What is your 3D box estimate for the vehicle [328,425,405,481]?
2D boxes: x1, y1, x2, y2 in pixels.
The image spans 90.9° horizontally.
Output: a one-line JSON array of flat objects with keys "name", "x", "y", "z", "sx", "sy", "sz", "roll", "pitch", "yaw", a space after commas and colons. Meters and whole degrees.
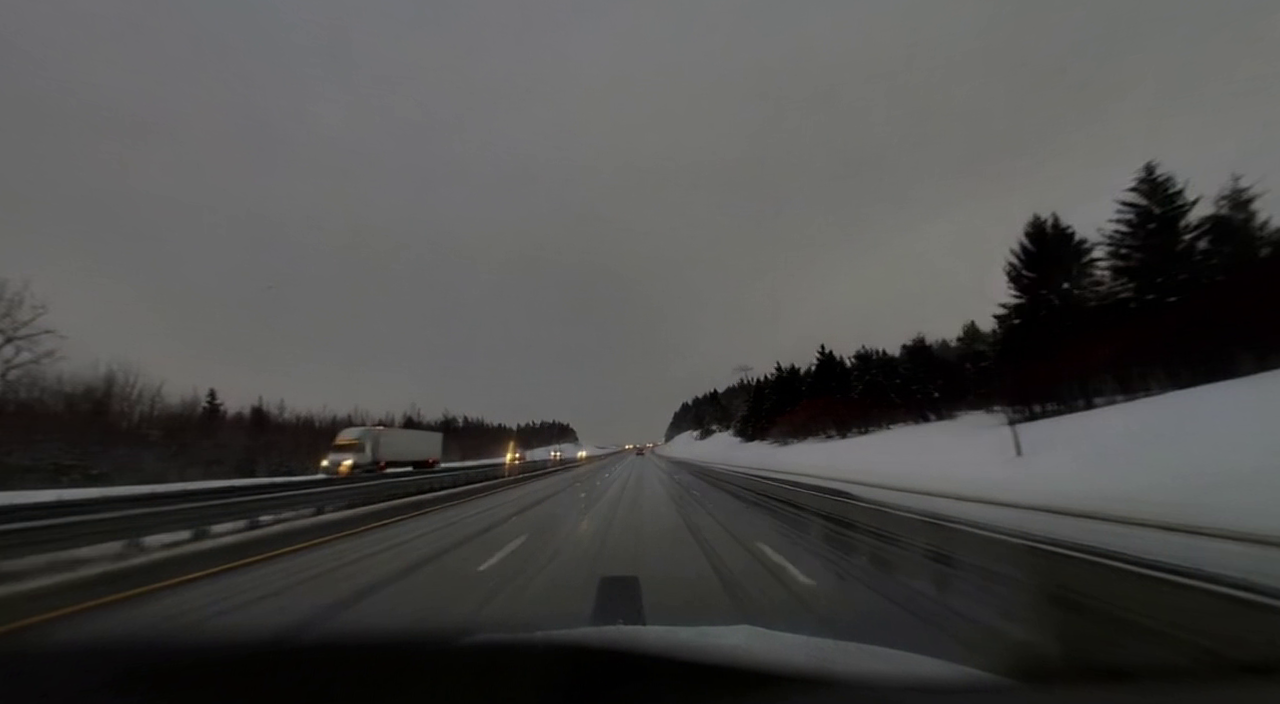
[{"name": "vehicle", "x": -19.428, "y": 7.209, "z": 45.170, "sx": 2.894, "sy": 3.573, "sz": 5.913, "roll": -3, "pitch": -9, "yaw": 0}]
